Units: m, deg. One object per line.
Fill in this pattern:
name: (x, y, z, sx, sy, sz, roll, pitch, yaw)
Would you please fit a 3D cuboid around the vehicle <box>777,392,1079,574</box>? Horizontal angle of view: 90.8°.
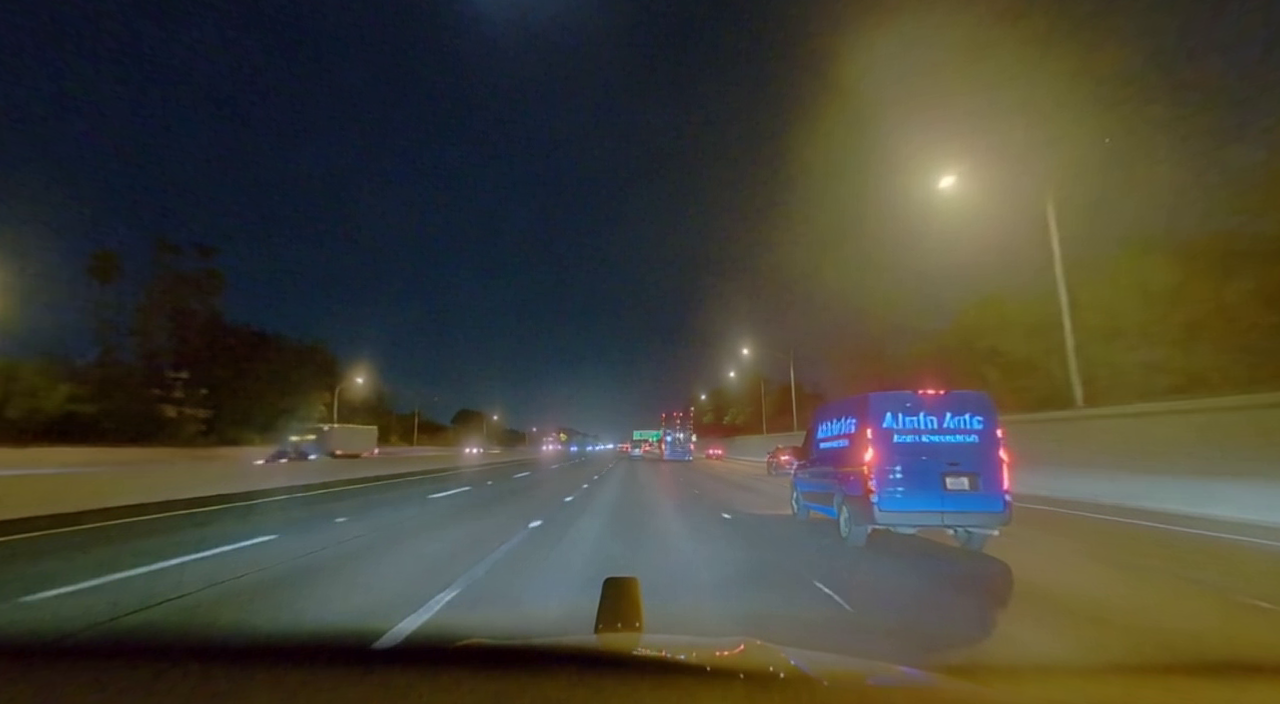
vehicle: (3.629, 1.766, 9.283, 2.035, 1.931, 4.841, 0, -9, -1)
